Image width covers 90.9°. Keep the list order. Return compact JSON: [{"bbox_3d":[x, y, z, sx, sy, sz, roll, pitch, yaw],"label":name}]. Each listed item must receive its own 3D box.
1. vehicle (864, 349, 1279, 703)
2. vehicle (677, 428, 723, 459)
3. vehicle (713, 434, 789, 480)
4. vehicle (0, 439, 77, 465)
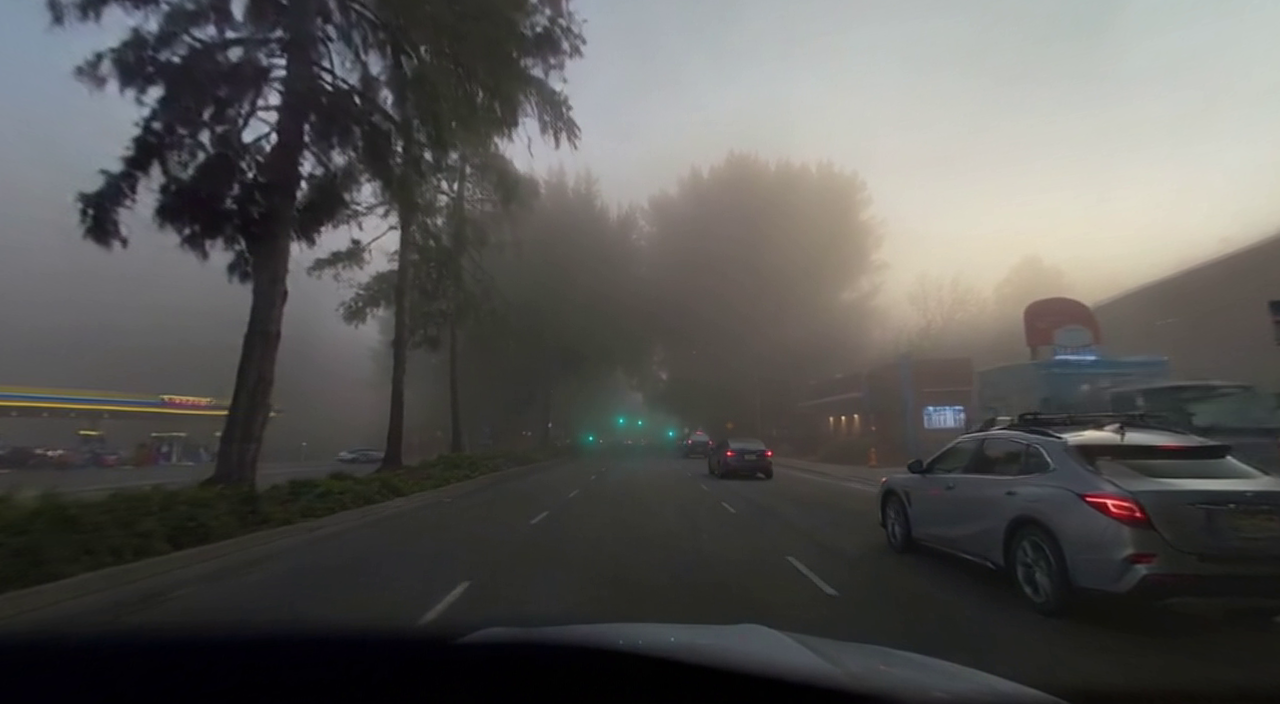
[{"bbox_3d":[3.614,1.163,4.935,1.875,1.665,4.931,0,-8,0],"label":"vehicle"},{"bbox_3d":[3.952,6.222,42.826,2.611,1.983,5.165,0,-8,0],"label":"vehicle"},{"bbox_3d":[3.730,3.602,21.895,1.871,1.442,4.122,0,-8,0],"label":"vehicle"},{"bbox_3d":[-37.160,6.140,38.900,2.003,1.531,4.062,3,-9,-19],"label":"vehicle"}]
